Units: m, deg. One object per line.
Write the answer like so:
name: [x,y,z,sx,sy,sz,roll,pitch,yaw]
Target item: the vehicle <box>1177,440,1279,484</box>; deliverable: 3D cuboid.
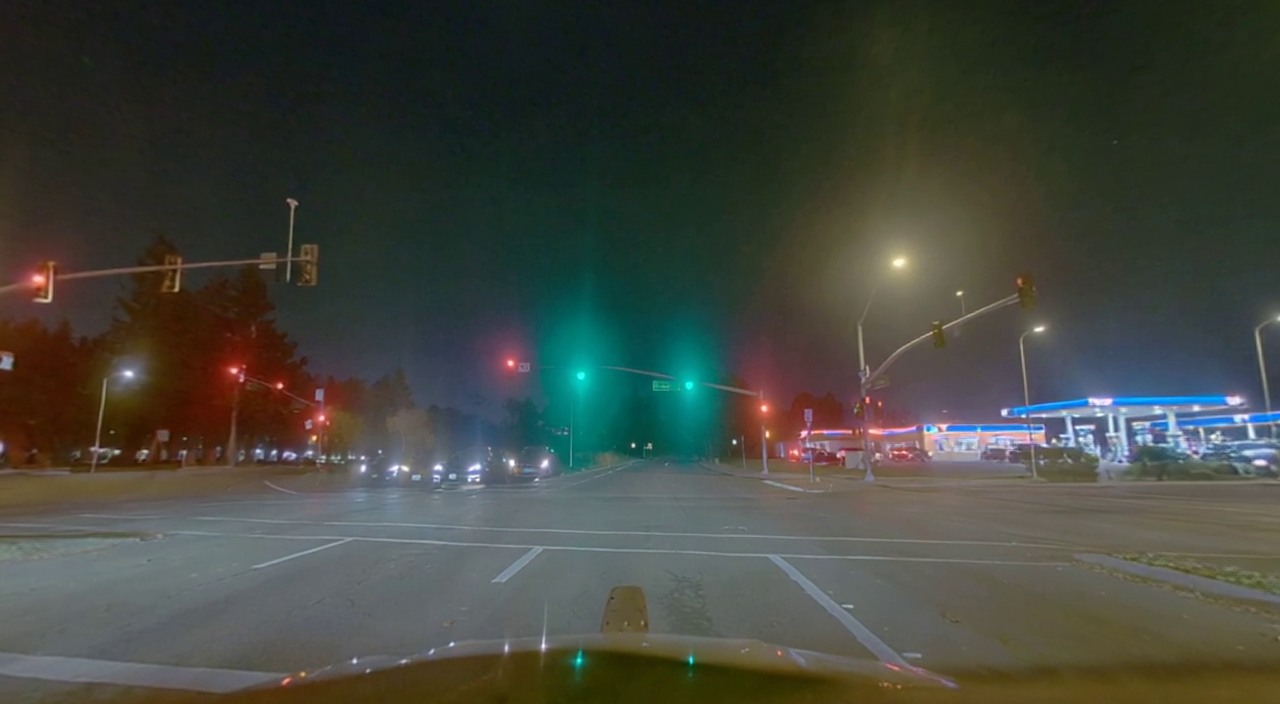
vehicle: [22.088,3.782,21.835,4.716,1.455,2.060,-3,-9,17]
